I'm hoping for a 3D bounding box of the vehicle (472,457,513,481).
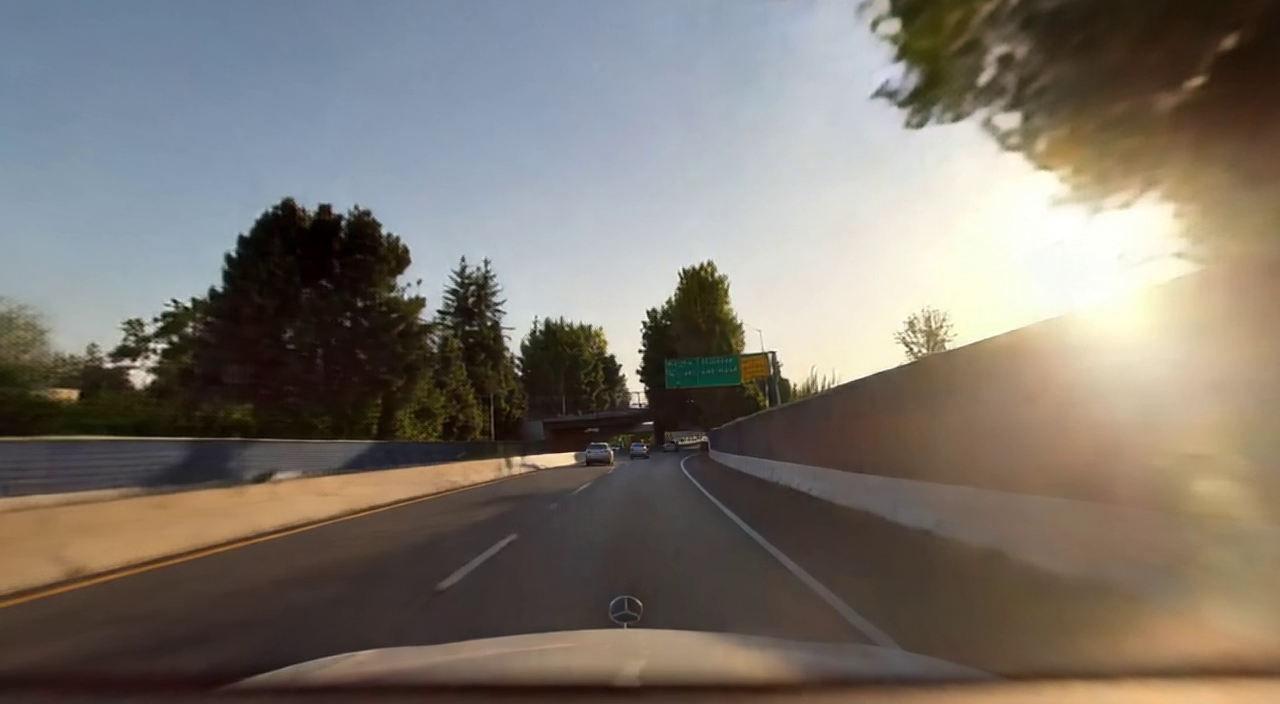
[{"bbox_3d":[-9.971,7.933,42.816,1.758,1.406,4.118,0,-8,1],"label":"vehicle"}]

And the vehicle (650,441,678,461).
[{"bbox_3d":[1.953,7.824,49.808,2.077,1.533,3.854,-1,-8,3],"label":"vehicle"}]

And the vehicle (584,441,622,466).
[{"bbox_3d":[-2.334,6.581,41.120,1.985,1.518,3.847,-1,-8,4],"label":"vehicle"}]

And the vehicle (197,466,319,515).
[{"bbox_3d":[-14.110,5.120,23.604,1.756,1.469,4.394,0,-8,1],"label":"vehicle"}]
